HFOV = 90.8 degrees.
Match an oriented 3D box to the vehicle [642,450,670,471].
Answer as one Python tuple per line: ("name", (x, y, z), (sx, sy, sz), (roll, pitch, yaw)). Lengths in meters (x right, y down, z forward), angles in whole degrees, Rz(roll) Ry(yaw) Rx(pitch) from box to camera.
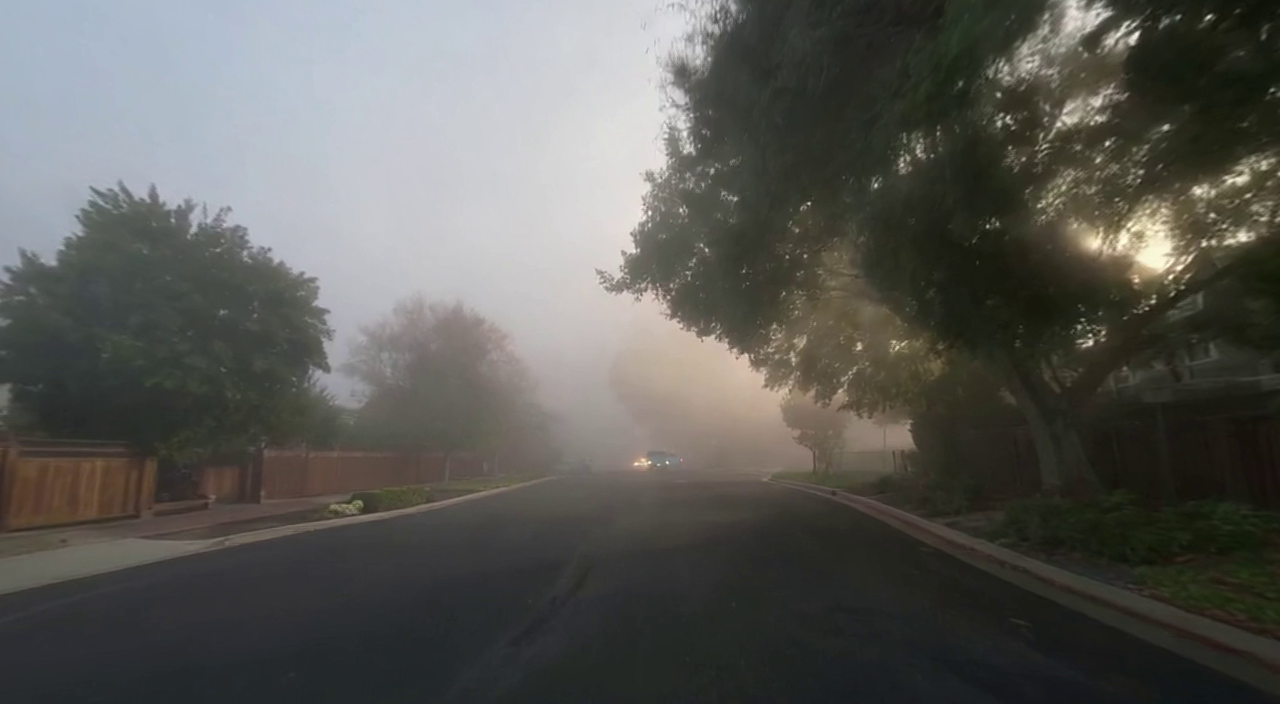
("vehicle", (1.220, 8.315, 48.640), (2.064, 1.477, 3.968), (0, -9, 1))
